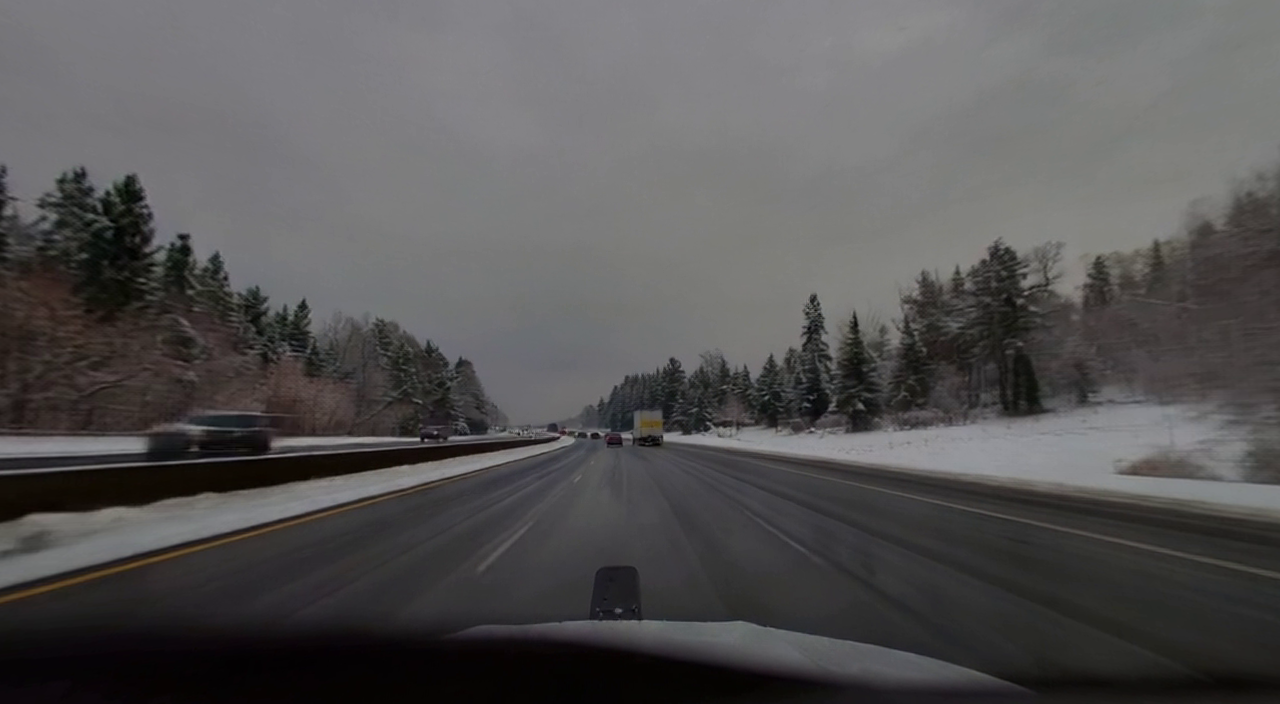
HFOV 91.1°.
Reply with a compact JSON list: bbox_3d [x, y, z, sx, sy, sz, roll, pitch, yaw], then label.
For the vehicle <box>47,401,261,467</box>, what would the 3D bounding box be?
[{"bbox_3d":[-12.850,2.238,17.158,2.180,1.540,4.653,0,-8,-1],"label":"vehicle"}]
